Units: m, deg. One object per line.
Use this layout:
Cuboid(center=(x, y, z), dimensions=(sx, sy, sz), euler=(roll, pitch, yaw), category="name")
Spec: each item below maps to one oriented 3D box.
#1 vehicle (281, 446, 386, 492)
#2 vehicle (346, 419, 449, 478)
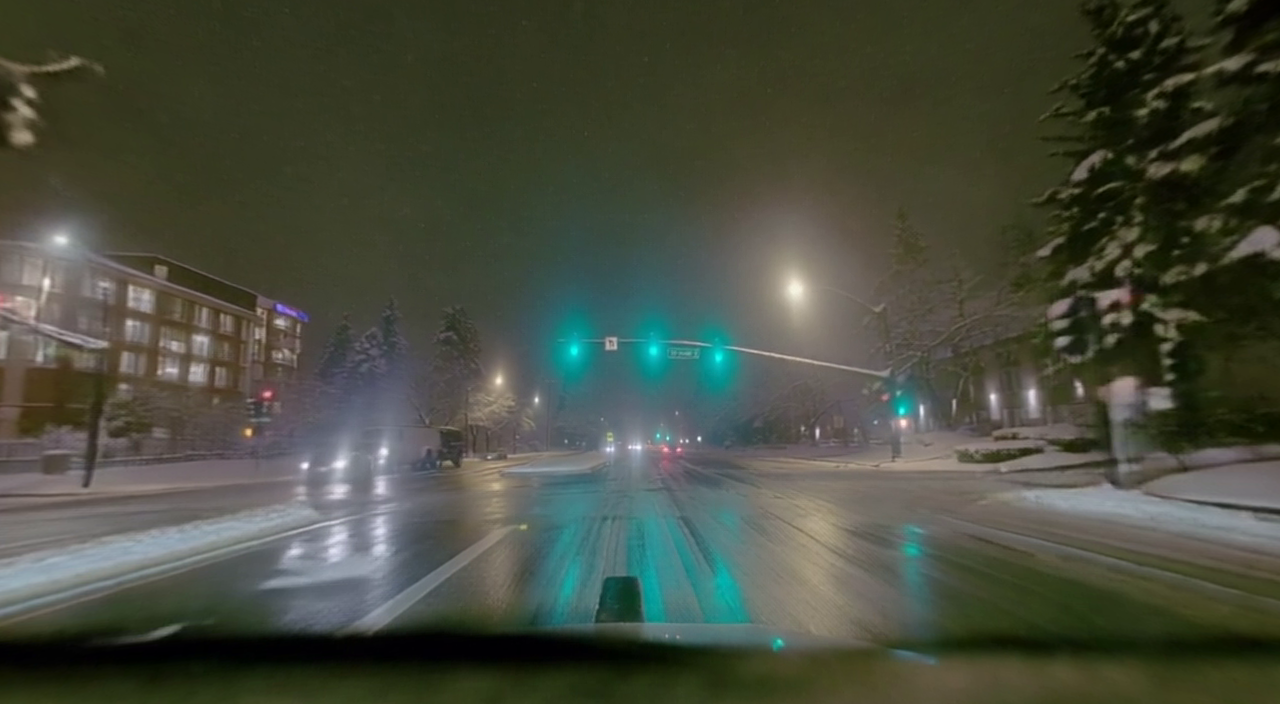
Cuboid(center=(-12.365, 4.720, 25.892), dimensions=(2.030, 1.702, 4.488), euler=(0, -9, 0), category="vehicle")
Cuboid(center=(-15.685, 6.398, 42.007), dimensions=(3.028, 3.424, 9.908), euler=(0, -9, -1), category="vehicle")
